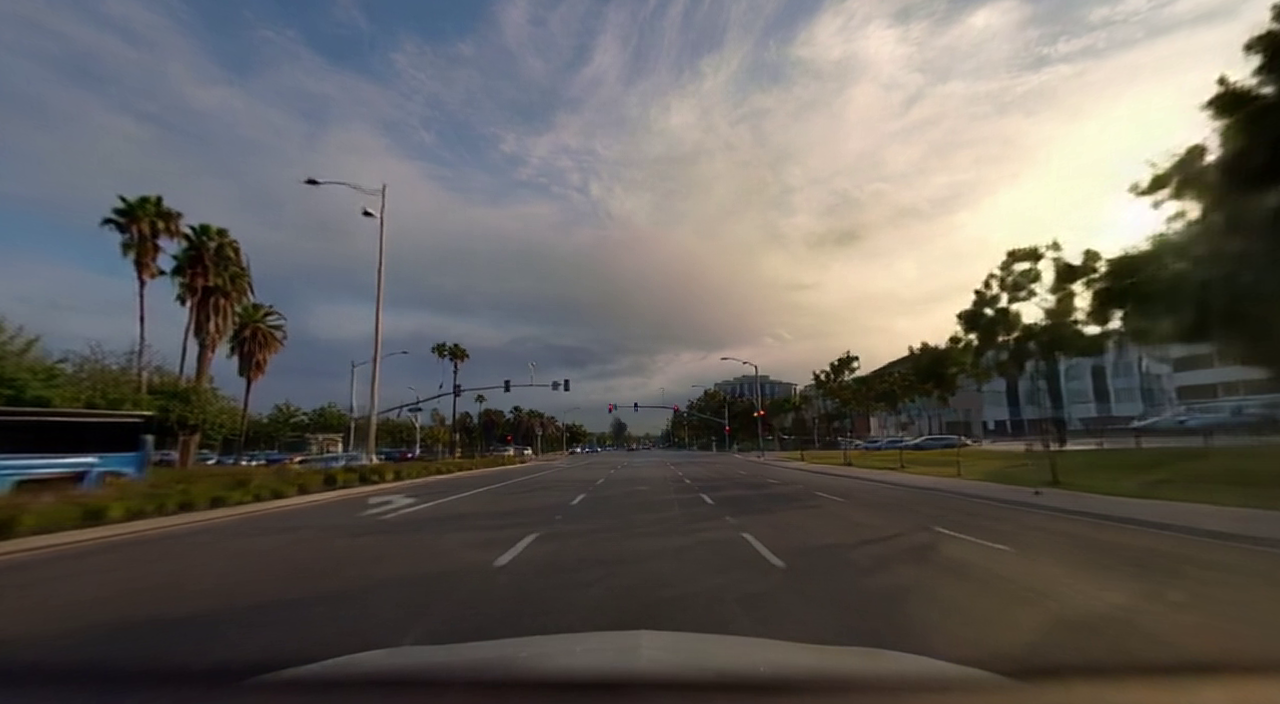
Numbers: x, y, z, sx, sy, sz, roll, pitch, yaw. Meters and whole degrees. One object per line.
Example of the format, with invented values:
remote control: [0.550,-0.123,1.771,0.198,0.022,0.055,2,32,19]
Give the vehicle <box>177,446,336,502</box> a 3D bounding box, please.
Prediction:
vehicle: [-11.694,3.714,19.707,1.968,1.486,4.707,0,-8,1]

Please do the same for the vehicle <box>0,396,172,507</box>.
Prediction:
vehicle: [-21.538,3.254,20.638,3.013,3.417,12.442,0,-8,-1]
